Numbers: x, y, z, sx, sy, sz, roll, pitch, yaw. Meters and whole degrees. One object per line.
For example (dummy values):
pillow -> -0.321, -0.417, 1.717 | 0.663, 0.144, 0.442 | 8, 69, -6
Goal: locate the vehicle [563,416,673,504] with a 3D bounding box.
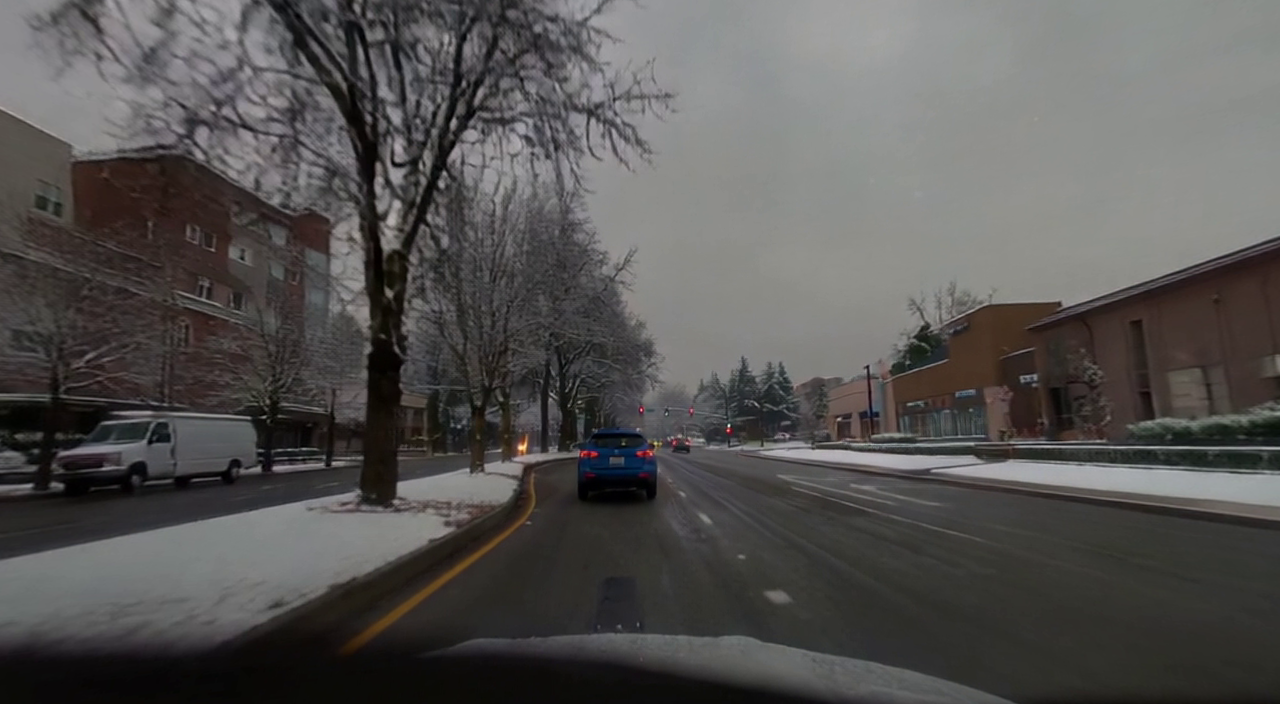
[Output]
vehicle -> -0.516, 2.551, 15.225 | 2.277, 1.816, 4.192 | 0, -9, -2

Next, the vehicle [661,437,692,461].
vehicle -> 2.560, 6.938, 45.215 | 1.929, 1.590, 4.287 | 0, -9, -1

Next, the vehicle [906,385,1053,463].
vehicle -> 18.279, 4.119, 35.003 | 3.269, 3.755, 8.862 | 0, -9, 1

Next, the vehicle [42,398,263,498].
vehicle -> -19.131, 3.882, 25.723 | 2.811, 3.399, 7.898 | 0, -9, -2

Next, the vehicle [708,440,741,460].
vehicle -> 6.151, 7.216, 46.582 | 1.777, 1.443, 3.942 | 0, -9, -2
